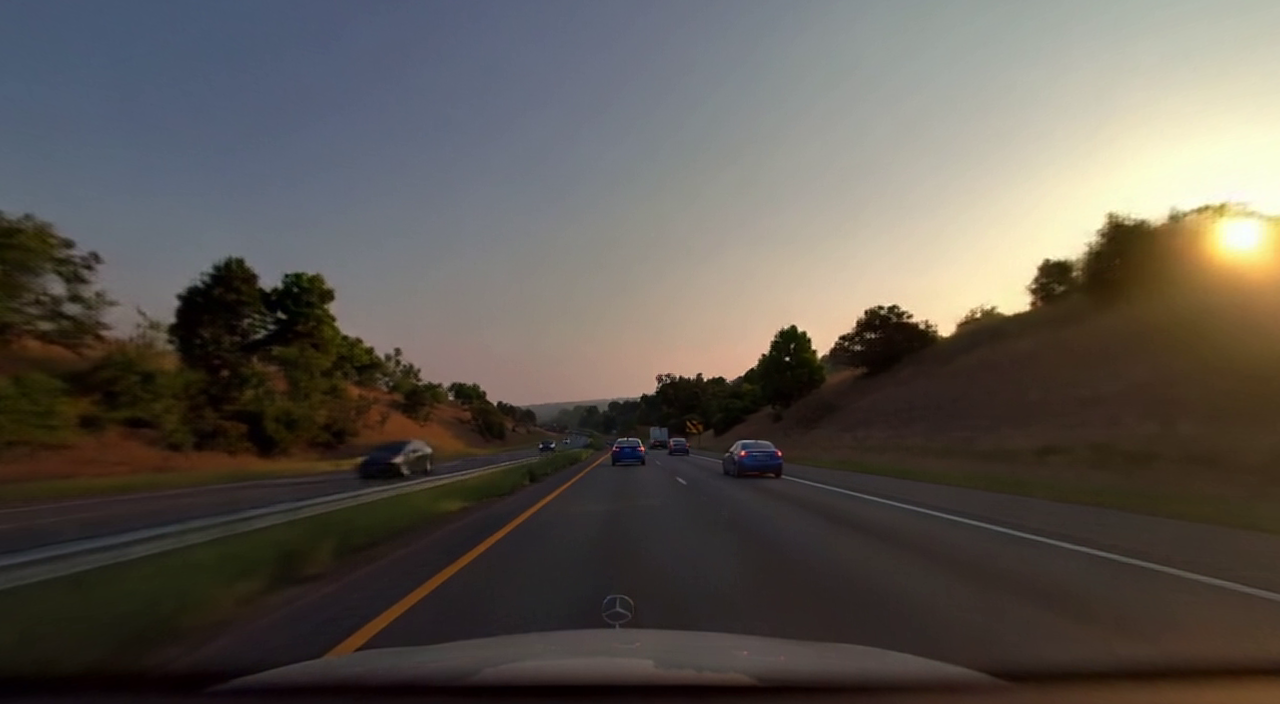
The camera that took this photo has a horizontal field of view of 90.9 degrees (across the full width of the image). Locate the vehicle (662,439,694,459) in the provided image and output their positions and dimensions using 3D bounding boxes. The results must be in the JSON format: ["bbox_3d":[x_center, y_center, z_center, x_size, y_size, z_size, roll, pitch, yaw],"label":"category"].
[{"bbox_3d":[2.863,7.385,48.239,2.004,1.469,4.472,0,-8,-2],"label":"vehicle"}]

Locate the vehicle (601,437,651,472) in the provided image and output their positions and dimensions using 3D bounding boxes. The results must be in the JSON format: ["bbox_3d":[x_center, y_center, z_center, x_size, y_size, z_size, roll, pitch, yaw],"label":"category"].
[{"bbox_3d":[-0.636,4.657,28.916,2.143,1.466,3.693,0,-8,-1],"label":"vehicle"}]

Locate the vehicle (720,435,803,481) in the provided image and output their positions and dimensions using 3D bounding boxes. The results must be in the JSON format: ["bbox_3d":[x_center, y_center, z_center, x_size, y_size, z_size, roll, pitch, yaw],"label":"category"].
[{"bbox_3d":[4.398,3.879,23.508,2.066,1.526,4.216,0,-8,-3],"label":"vehicle"}]

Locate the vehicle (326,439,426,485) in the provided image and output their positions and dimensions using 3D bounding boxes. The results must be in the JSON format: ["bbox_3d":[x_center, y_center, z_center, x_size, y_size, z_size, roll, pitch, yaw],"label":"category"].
[{"bbox_3d":[-9.306,3.876,22.631,1.895,1.453,4.000,0,-8,-1],"label":"vehicle"}]
